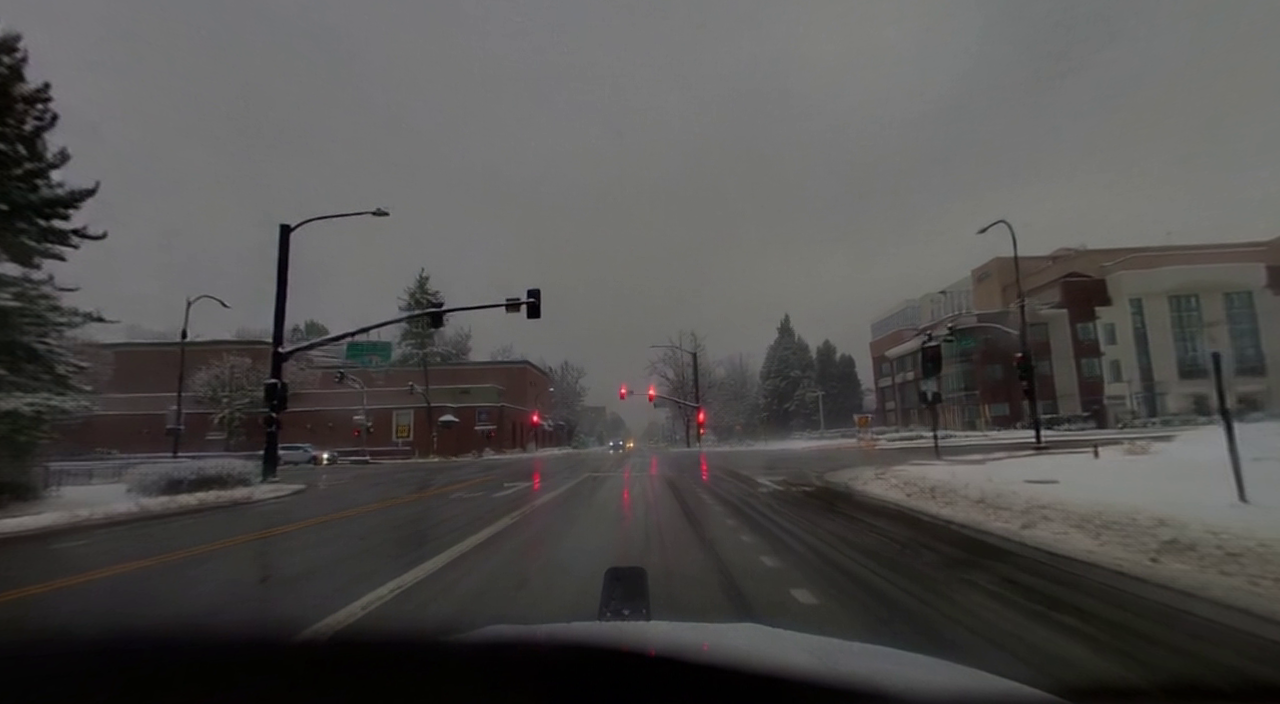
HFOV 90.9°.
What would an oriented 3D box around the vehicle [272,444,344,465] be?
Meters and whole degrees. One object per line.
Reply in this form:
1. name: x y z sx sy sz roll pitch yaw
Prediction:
1. vehicle: -24.997 7.712 47.537 4.332 1.573 1.900 0 -8 3
